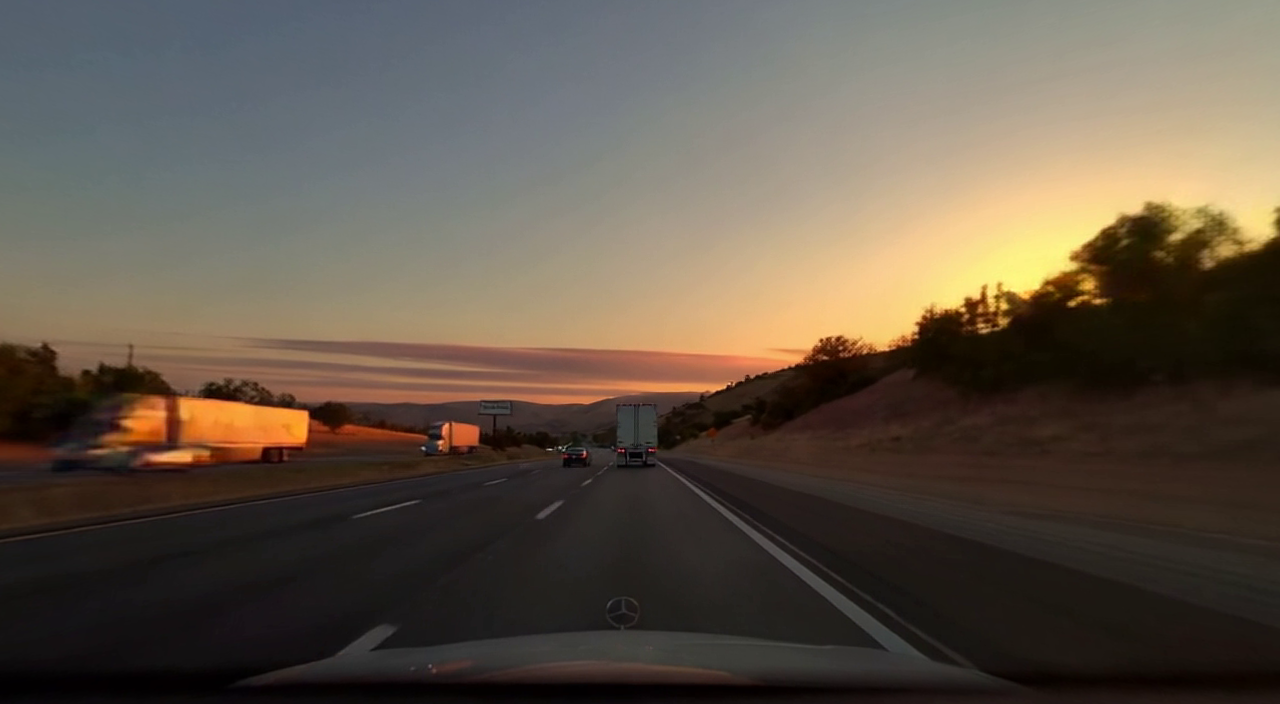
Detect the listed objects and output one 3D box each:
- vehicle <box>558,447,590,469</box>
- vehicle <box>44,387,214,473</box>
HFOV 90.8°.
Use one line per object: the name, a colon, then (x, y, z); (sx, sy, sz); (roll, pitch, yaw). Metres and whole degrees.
vehicle: (-4.716, 7.625, 45.641); (1.892, 1.471, 5.047); (0, -9, -1)
vehicle: (-23.452, 3.731, 29.486); (2.901, 3.590, 5.880); (0, -9, -1)
